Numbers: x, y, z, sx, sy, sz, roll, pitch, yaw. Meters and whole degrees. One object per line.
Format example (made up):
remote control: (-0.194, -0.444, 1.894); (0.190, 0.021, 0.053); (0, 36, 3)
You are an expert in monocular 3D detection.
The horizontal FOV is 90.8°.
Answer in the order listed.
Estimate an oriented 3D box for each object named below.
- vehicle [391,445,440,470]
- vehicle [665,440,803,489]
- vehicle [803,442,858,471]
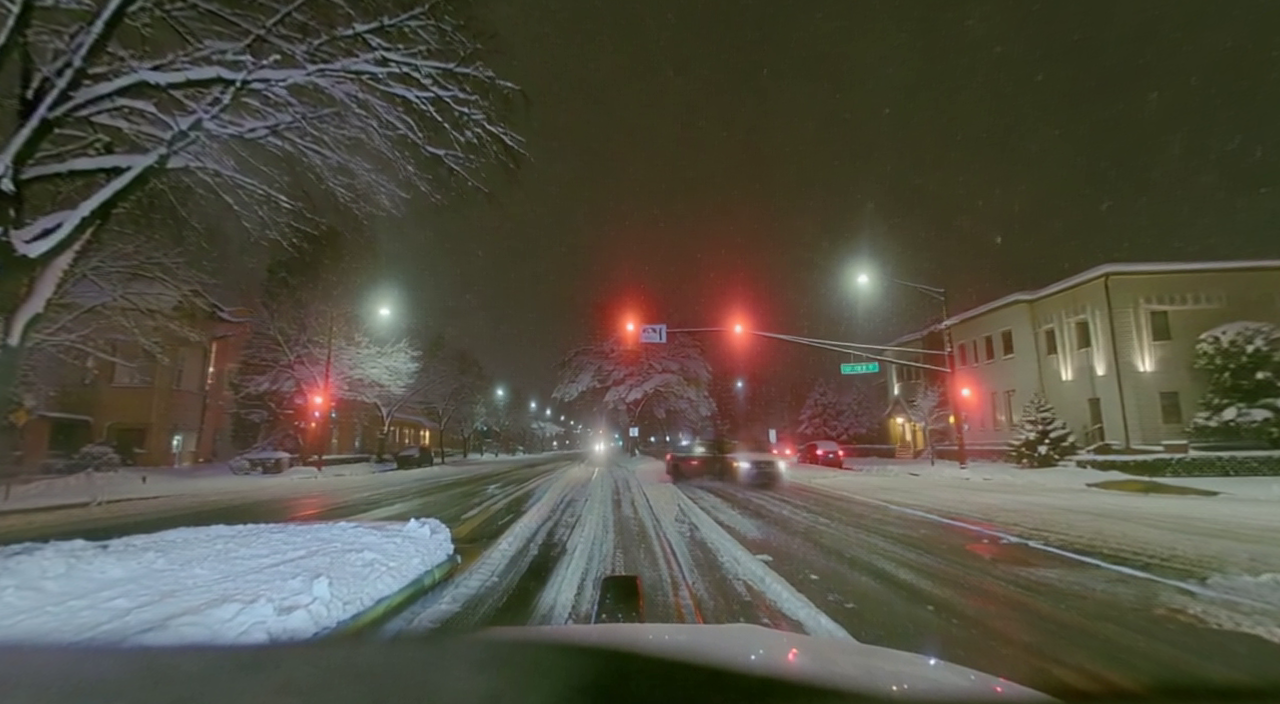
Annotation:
vehicle: (-16.480, 7.776, 46.668); (2.075, 1.708, 4.335); (0, -8, -1)
vehicle: (3.041, 3.754, 21.490); (1.933, 1.460, 4.683); (6, -10, -34)
vehicle: (13.065, 7.168, 43.724); (2.181, 1.876, 4.723); (0, -8, -2)
